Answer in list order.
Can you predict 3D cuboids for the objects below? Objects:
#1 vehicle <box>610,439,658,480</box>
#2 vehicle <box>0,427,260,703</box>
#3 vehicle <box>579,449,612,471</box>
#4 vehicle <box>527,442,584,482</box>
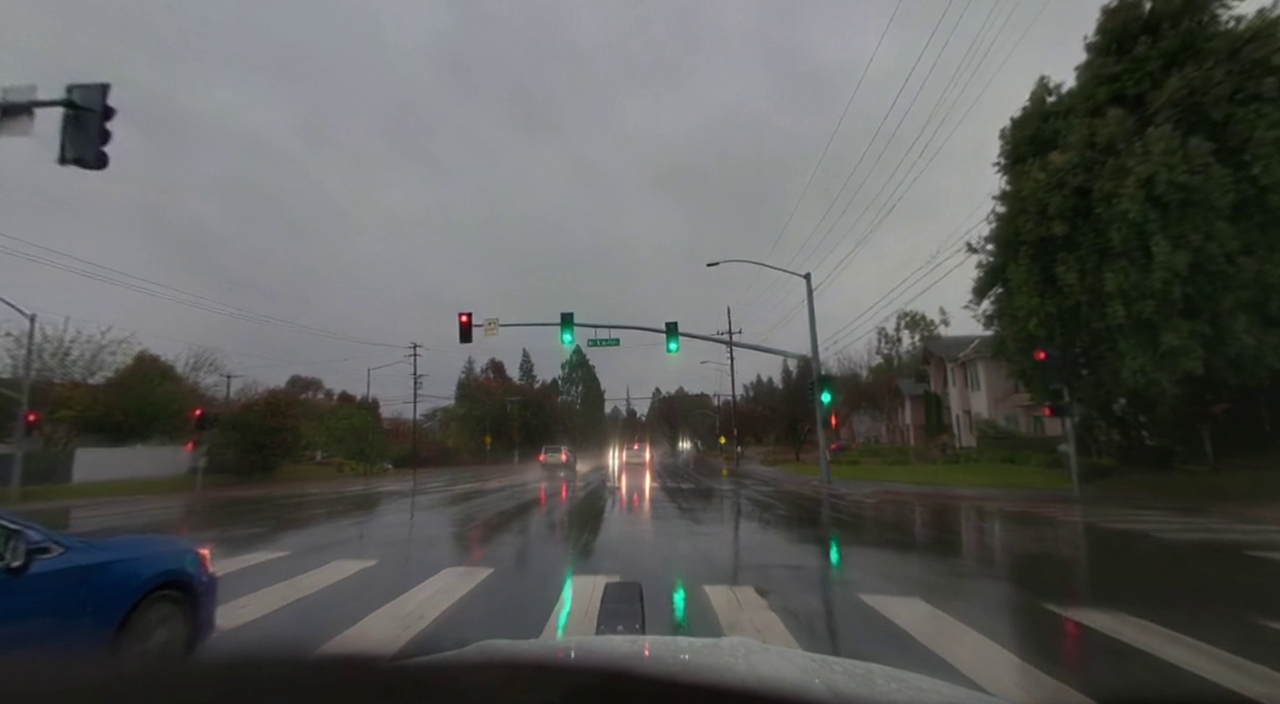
[{"bbox_3d":[-0.248,5.170,30.617,2.155,1.836,4.250,0,-8,0],"label":"vehicle"},{"bbox_3d":[-3.401,0.906,1.787,1.901,1.409,4.442,0,-8,0],"label":"vehicle"},{"bbox_3d":[-3.120,7.684,45.166,1.863,1.449,4.153,0,-8,3],"label":"vehicle"},{"bbox_3d":[-3.738,4.926,28.642,1.899,1.685,4.121,0,-8,1],"label":"vehicle"}]
